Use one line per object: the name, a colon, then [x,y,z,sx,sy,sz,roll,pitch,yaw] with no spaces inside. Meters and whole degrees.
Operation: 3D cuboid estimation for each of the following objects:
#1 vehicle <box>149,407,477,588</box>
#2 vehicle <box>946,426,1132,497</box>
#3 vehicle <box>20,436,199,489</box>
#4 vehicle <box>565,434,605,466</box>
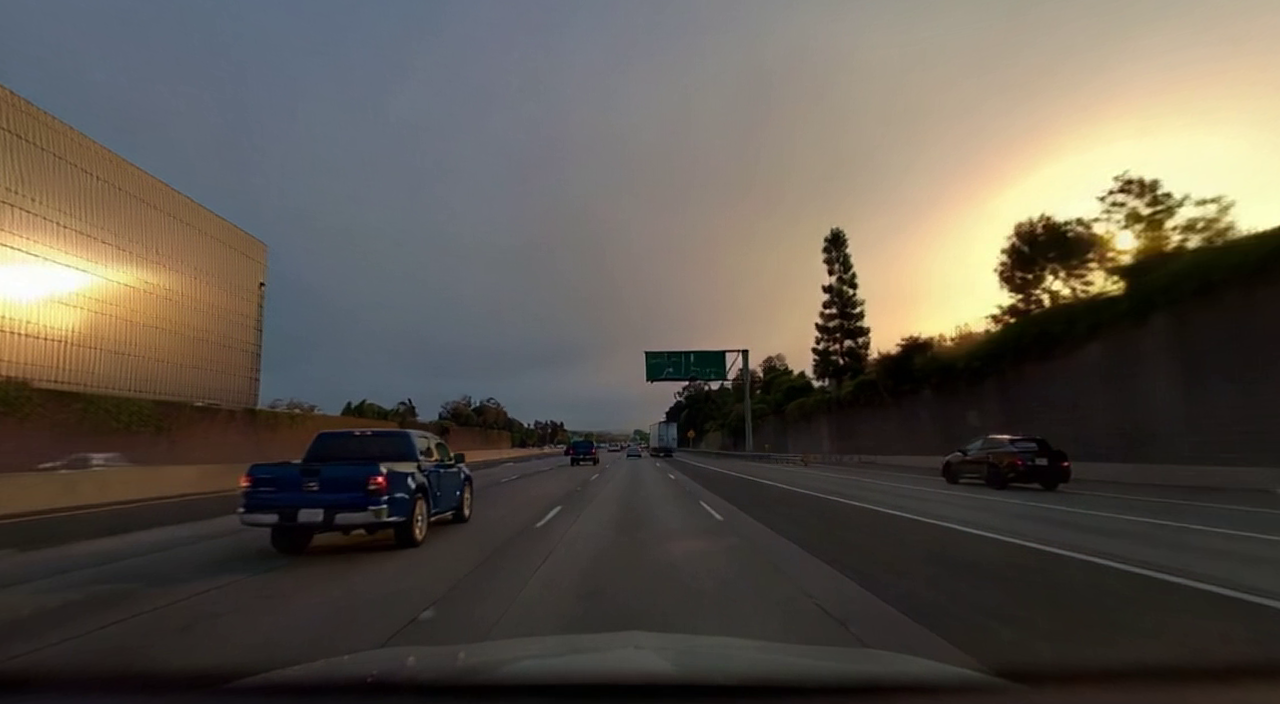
vehicle: [-3.671,1.713,8.219,2.039,1.710,4.237,0,-9,-1]
vehicle: [11.509,3.210,18.836,2.089,1.787,5.080,0,-9,-2]
vehicle: [-20.399,4.281,24.781,2.275,1.834,5.473,0,-9,0]
vehicle: [-3.576,6.576,42.443,2.284,2.022,5.752,0,-9,-1]
